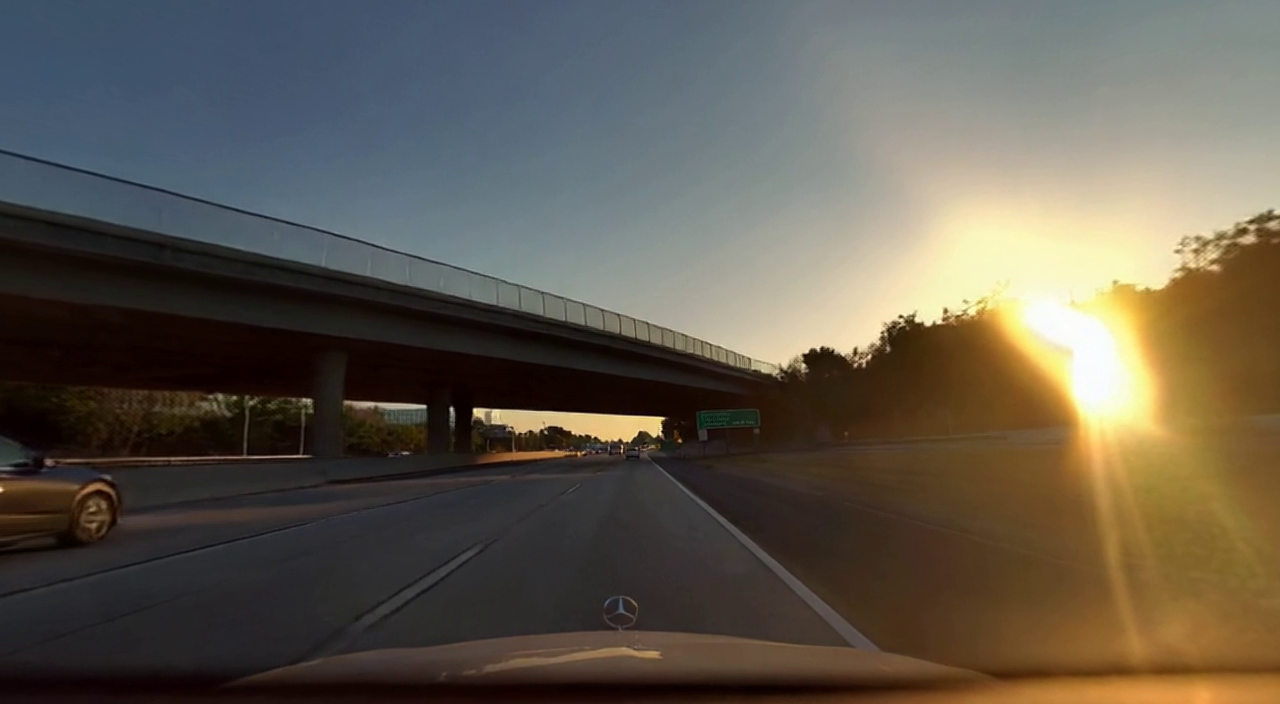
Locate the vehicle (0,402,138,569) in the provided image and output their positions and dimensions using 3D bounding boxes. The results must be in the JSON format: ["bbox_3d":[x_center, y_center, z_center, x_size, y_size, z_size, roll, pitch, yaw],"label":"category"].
[{"bbox_3d":[-8.128,1.375,6.334,2.231,1.807,4.758,0,-8,0],"label":"vehicle"}]
